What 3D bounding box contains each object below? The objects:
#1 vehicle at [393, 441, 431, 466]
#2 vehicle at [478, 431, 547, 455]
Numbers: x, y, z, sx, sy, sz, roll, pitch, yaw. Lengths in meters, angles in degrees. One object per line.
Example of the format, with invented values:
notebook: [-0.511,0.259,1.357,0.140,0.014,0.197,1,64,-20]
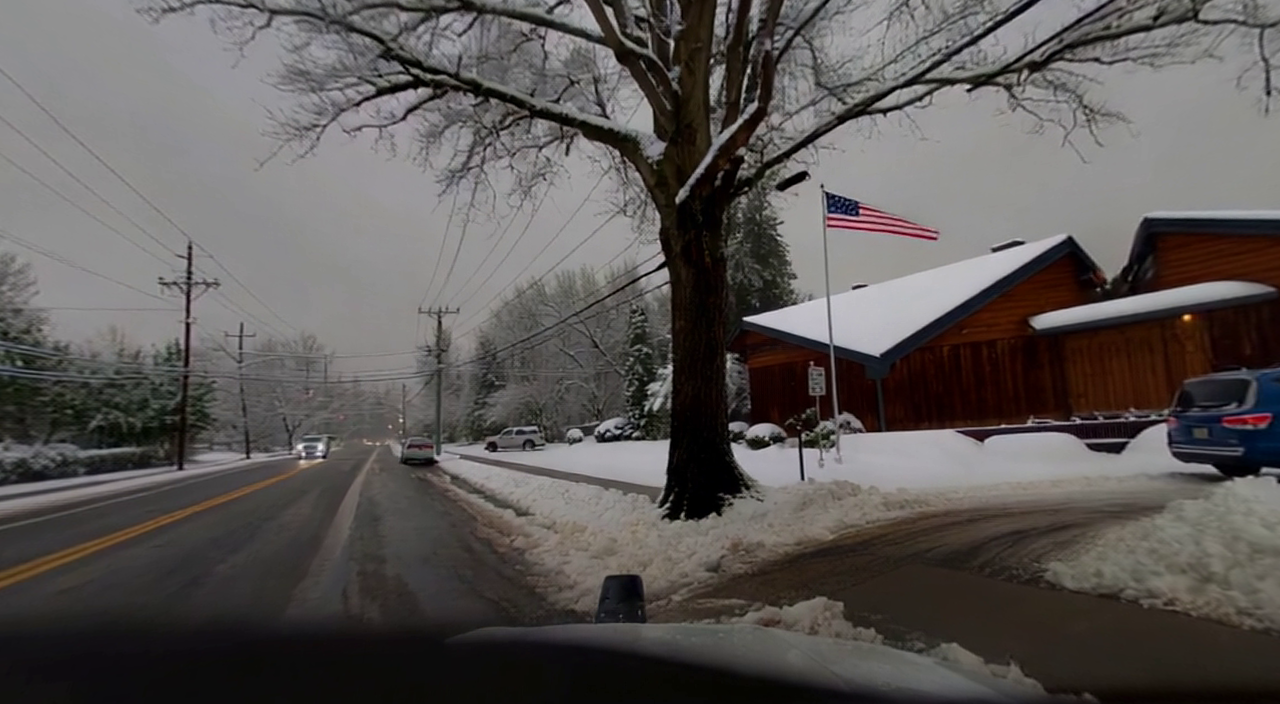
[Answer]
vehicle: [-14.288,6.325,39.441,1.941,1.460,4.206,3,-9,-22]
vehicle: [-9.522,6.800,47.305,4.767,1.735,1.920,3,-9,-22]
